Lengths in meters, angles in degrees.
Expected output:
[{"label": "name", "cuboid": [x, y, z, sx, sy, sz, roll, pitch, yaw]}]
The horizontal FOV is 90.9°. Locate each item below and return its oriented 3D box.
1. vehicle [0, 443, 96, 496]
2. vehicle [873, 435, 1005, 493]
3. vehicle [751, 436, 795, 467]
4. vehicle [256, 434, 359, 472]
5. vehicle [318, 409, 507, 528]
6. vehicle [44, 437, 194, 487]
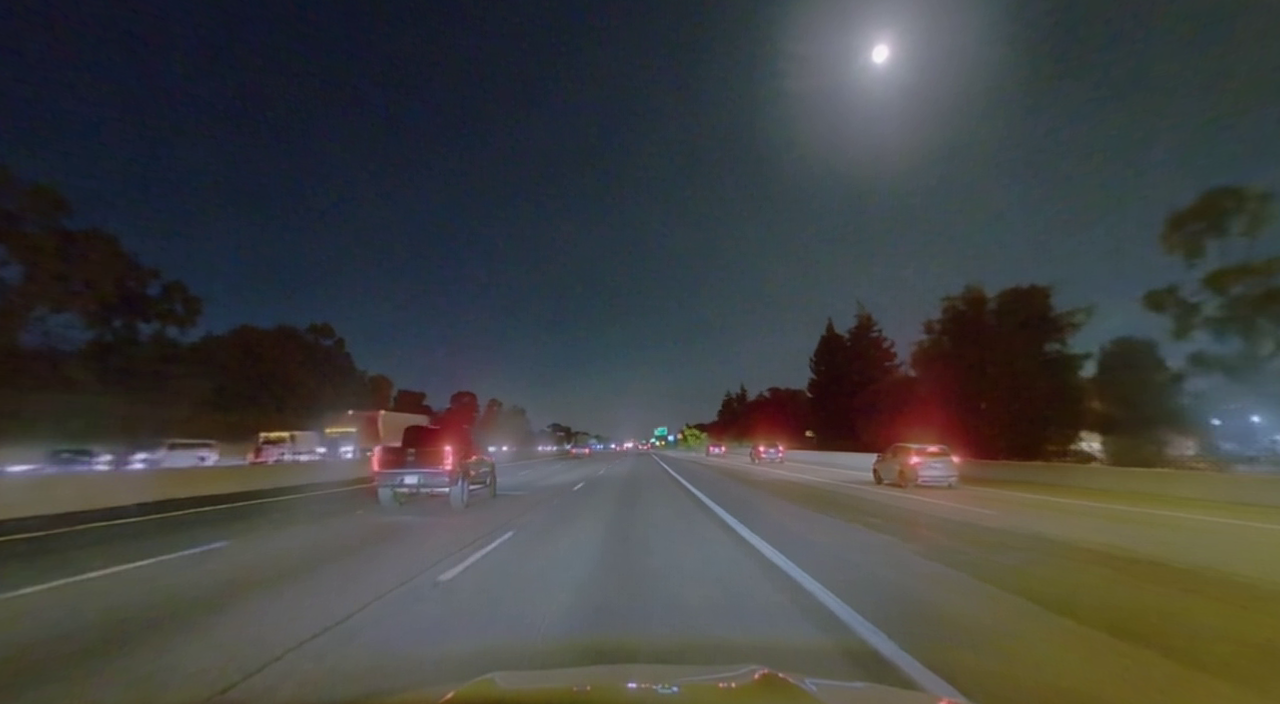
[{"label": "vehicle", "cuboid": [-24.951, 4.638, 25.189, 1.871, 1.987, 4.982, 0, -8, 0]}, {"label": "vehicle", "cuboid": [9.278, 3.492, 20.047, 1.971, 1.638, 4.295, 0, -8, -1]}, {"label": "vehicle", "cuboid": [9.467, 7.097, 45.242, 2.061, 2.115, 4.635, 0, -8, -1]}, {"label": "vehicle", "cuboid": [-20.892, 6.369, 40.158, 2.736, 2.171, 6.889, 0, -8, 1]}, {"label": "vehicle", "cuboid": [-4.208, 2.246, 12.717, 1.994, 1.911, 4.819, 0, -8, 0]}, {"label": "vehicle", "cuboid": [-21.142, 4.454, 25.952, 1.989, 1.822, 4.801, 0, -8, 1]}]
